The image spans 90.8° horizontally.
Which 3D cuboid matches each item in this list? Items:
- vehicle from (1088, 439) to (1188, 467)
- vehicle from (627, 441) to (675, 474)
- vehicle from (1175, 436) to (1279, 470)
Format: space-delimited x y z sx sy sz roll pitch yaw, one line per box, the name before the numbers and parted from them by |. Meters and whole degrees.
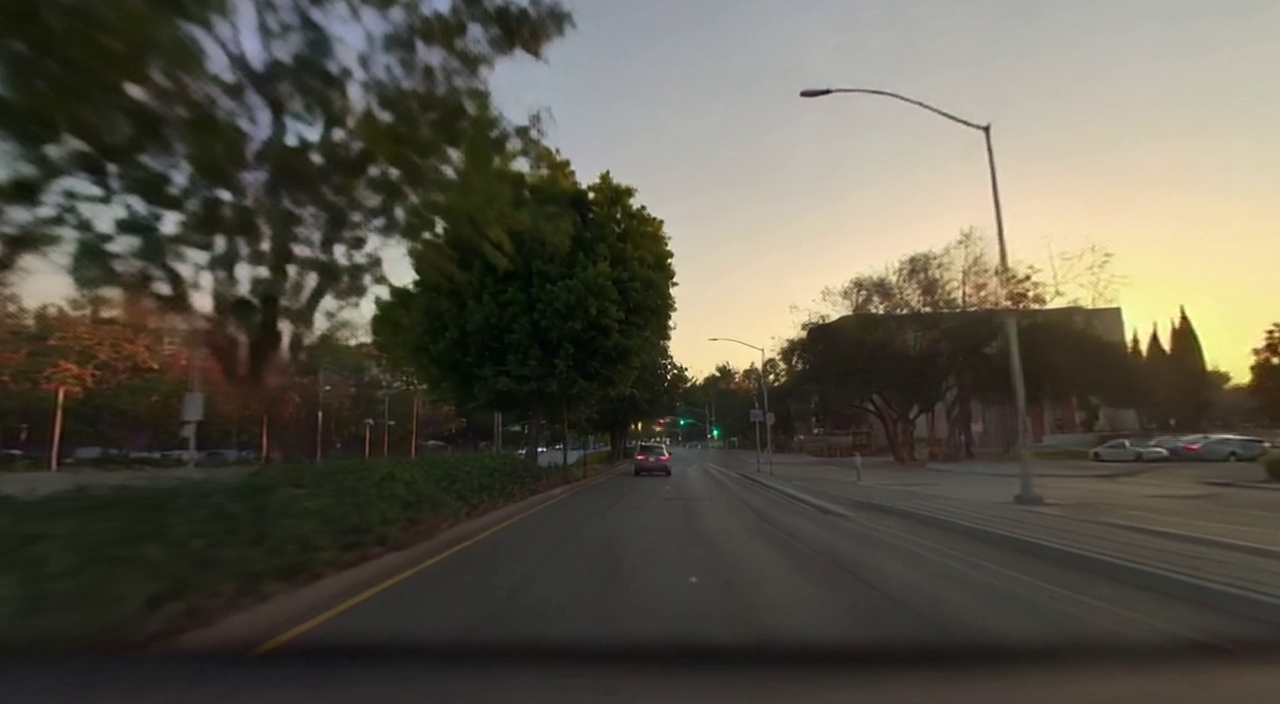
vehicle | 28.346 5.761 36.157 1.839 1.470 4.548 1 -8 -3
vehicle | 0.576 5.075 30.750 2.133 1.481 4.276 0 -8 2
vehicle | 33.501 5.668 35.816 1.984 1.750 4.798 0 -8 -2
